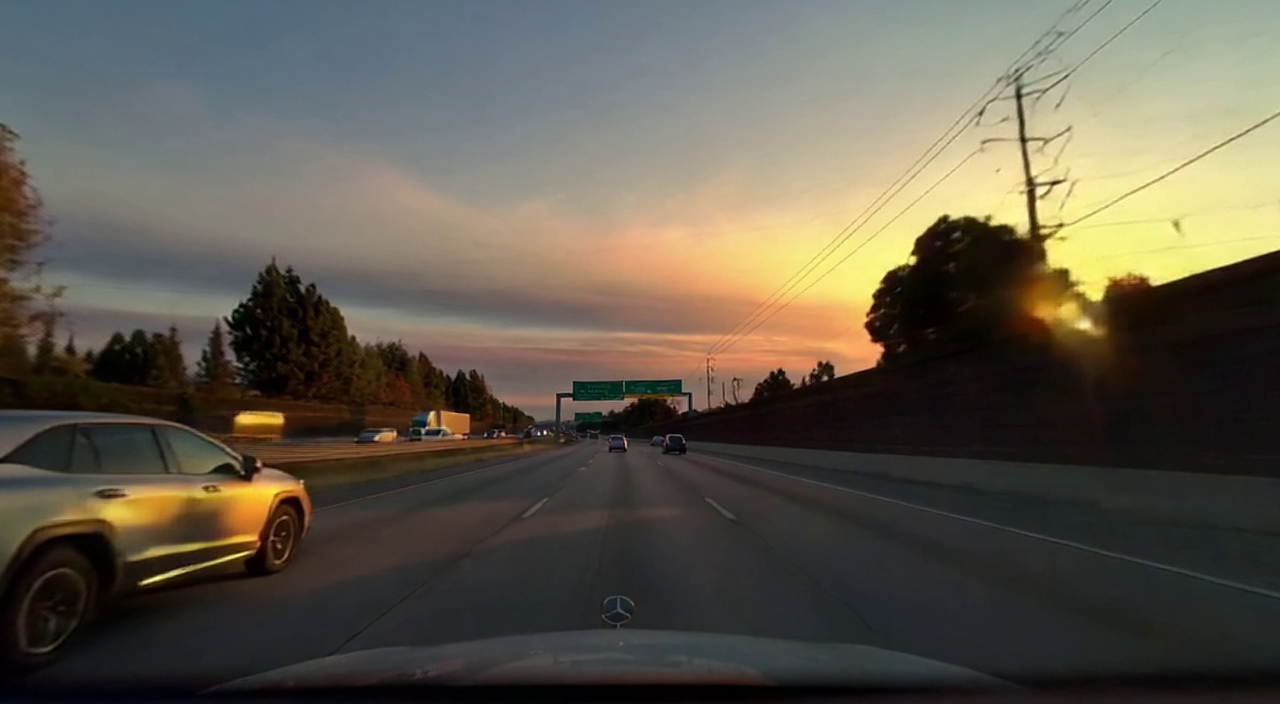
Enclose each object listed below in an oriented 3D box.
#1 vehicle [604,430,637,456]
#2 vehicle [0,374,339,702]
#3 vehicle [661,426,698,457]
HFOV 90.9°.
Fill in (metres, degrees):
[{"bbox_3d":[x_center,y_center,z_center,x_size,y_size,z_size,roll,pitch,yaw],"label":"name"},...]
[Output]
[{"bbox_3d":[-1.407,6.268,43.605,2.159,1.690,3.720,0,-7,-3],"label":"vehicle"},{"bbox_3d":[-4.217,1.109,4.596,2.100,1.590,4.077,0,-7,-2],"label":"vehicle"},{"bbox_3d":[2.575,5.946,41.987,1.976,1.905,3.263,0,-7,-5],"label":"vehicle"}]
